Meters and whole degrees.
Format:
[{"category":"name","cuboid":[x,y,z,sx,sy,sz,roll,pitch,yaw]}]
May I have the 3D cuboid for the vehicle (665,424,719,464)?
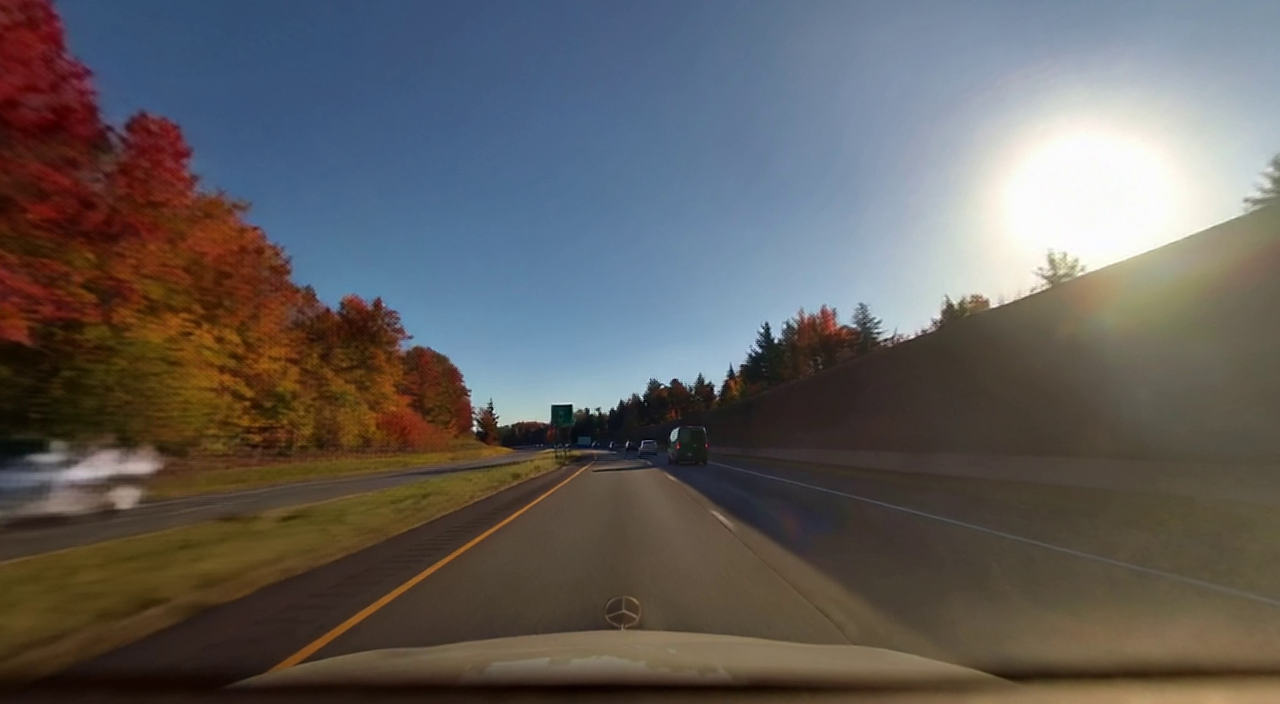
[{"category":"vehicle","cuboid":[2.849,5.229,35.753,2.393,2.072,4.958,1,-8,-3]}]
